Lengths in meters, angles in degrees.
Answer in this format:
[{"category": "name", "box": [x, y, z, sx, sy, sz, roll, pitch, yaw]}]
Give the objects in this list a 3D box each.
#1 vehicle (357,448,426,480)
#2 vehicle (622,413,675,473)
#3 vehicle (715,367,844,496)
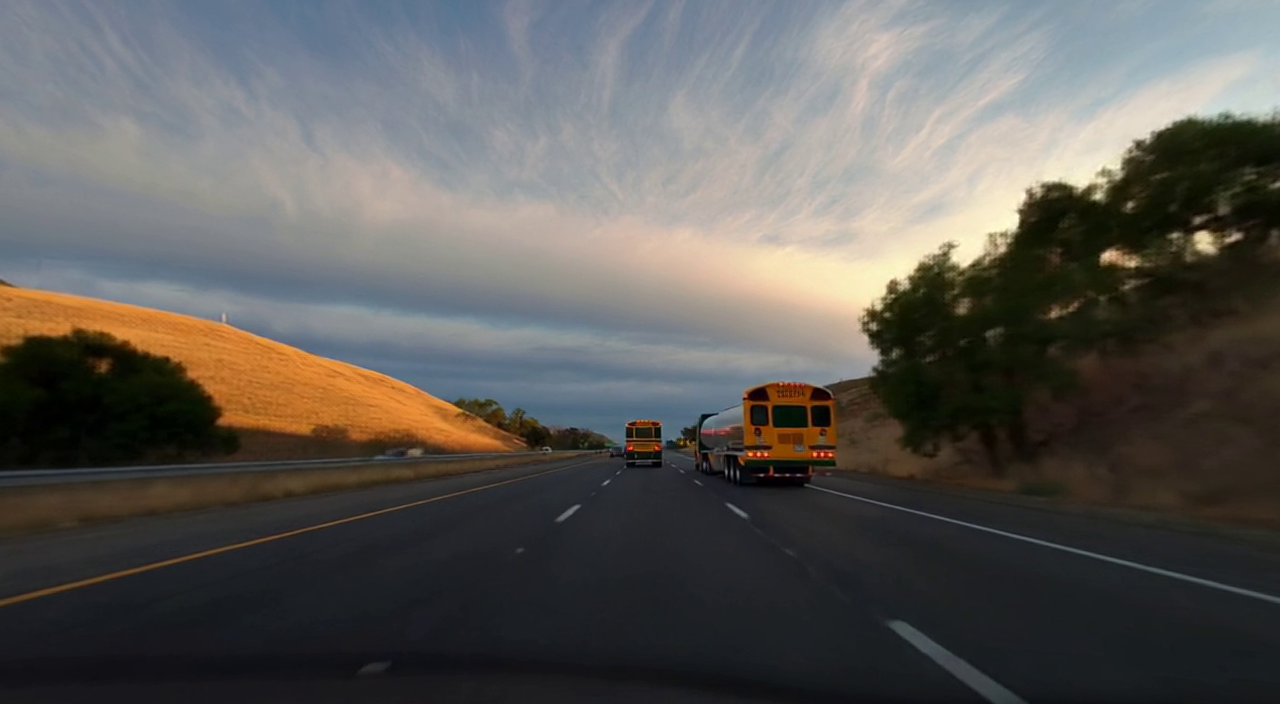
[{"category": "vehicle", "box": [-13.504, 6.072, 34.579, 1.889, 1.576, 4.426, 0, -8, 1]}, {"category": "vehicle", "box": [0.507, 5.822, 40.312, 2.948, 3.265, 10.569, 0, -8, 1]}, {"category": "vehicle", "box": [4.442, 2.800, 21.829, 2.716, 3.705, 7.018, 0, -8, -1]}]
